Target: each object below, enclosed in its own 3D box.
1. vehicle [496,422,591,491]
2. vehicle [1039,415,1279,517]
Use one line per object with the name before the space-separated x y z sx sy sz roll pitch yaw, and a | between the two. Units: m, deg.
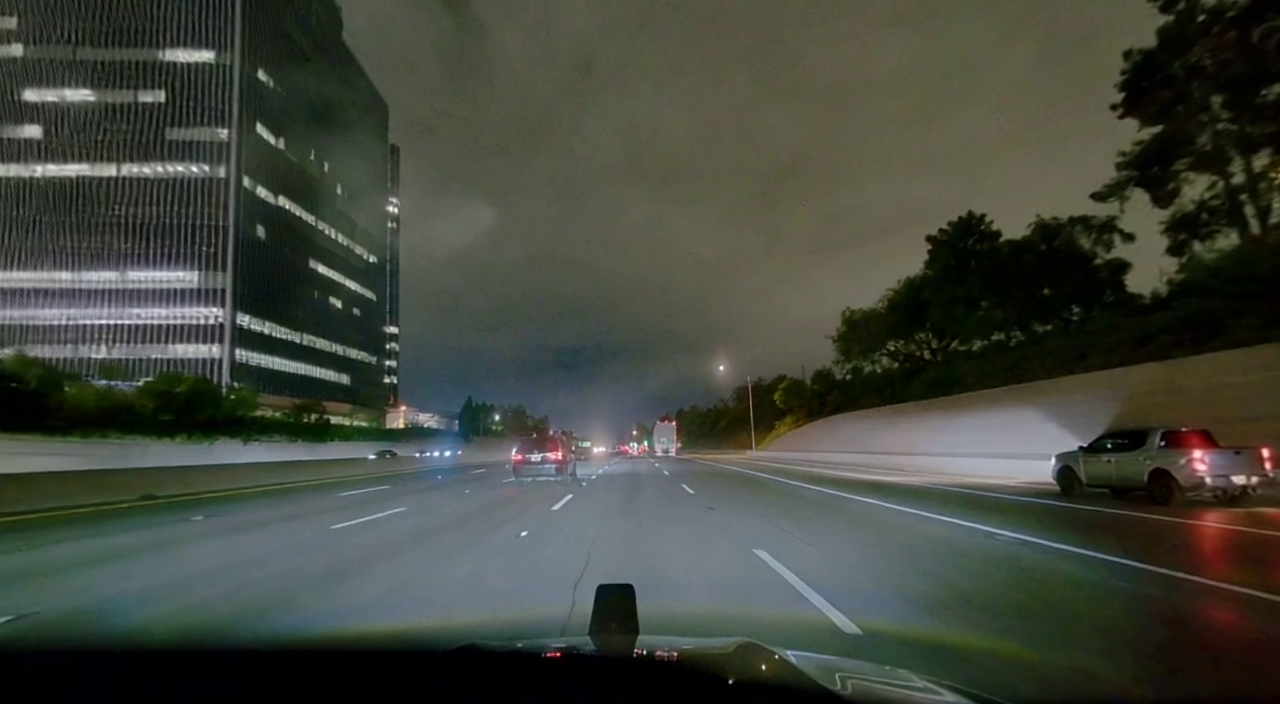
vehicle | -3.069 3.526 21.536 2.284 2.022 5.752 0 -9 0
vehicle | 11.503 2.422 13.808 2.089 1.787 5.080 0 -9 -2
